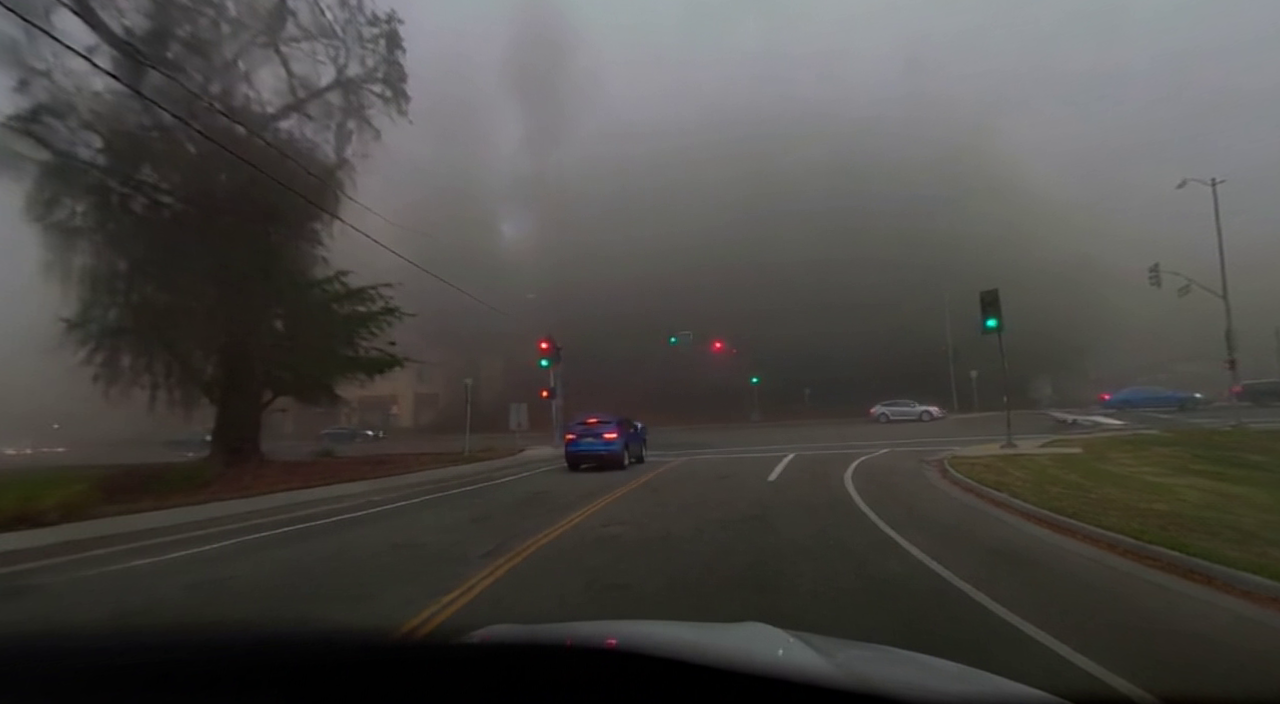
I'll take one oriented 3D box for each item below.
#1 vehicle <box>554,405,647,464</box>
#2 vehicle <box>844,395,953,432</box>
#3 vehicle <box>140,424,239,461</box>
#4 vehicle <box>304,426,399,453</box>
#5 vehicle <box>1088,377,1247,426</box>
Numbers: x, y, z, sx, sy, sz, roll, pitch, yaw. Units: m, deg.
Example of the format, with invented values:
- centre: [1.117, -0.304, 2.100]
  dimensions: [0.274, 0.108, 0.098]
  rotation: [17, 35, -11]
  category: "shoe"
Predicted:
- centre: [-1.162, 2.829, 21.268]
  dimensions: [1.928, 1.726, 4.704]
  rotation: [-2, -9, 12]
  category: "vehicle"
- centre: [12.659, 3.067, 31.171]
  dimensions: [4.636, 1.668, 1.935]
  rotation: [-2, -8, 12]
  category: "vehicle"
- centre: [-27.737, 5.547, 38.828]
  dimensions: [4.928, 1.843, 2.055]
  rotation: [-4, -2, 10]
  category: "vehicle"
- centre: [-16.729, 5.064, 36.602]
  dimensions: [4.610, 1.476, 2.021]
  rotation: [-2, -8, 10]
  category: "vehicle"
- centre: [23.816, 2.320, 28.685]
  dimensions: [4.950, 2.022, 2.221]
  rotation: [-2, -8, 11]
  category: "vehicle"
